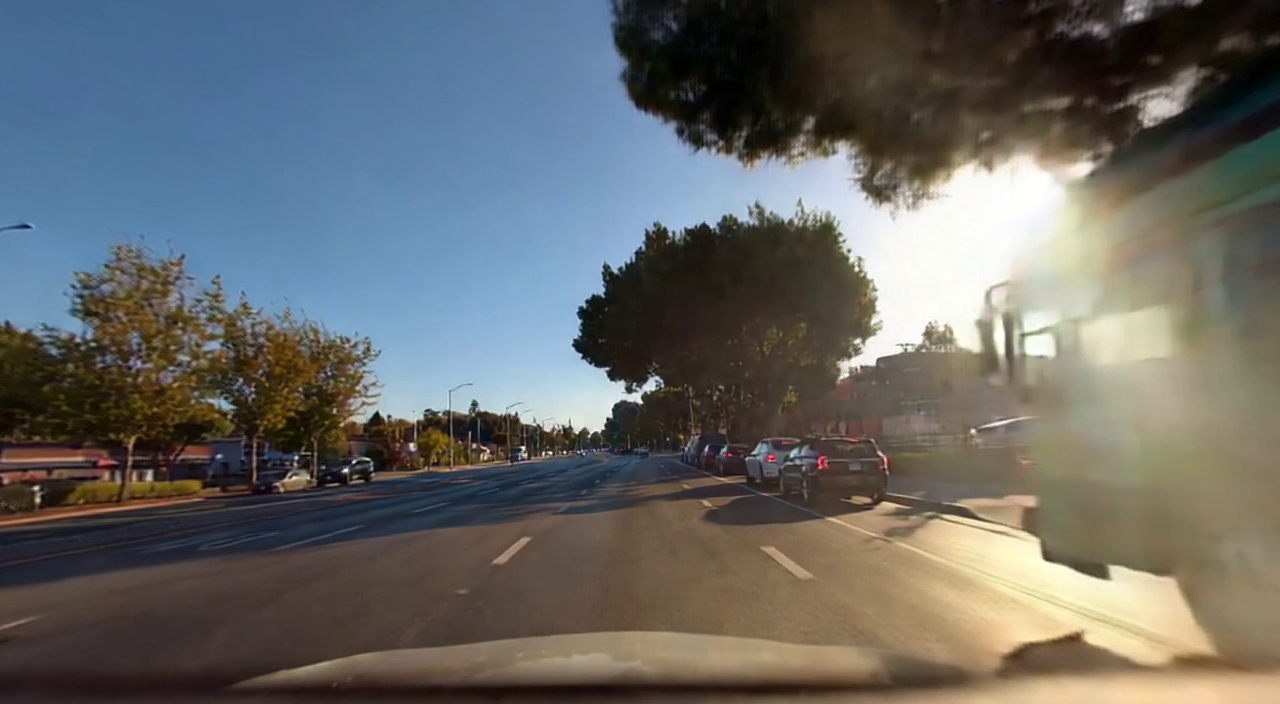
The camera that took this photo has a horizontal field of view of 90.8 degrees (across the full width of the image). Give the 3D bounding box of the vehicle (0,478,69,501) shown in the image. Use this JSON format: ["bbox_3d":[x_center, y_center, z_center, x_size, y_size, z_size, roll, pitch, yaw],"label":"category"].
[{"bbox_3d":[-42.206,9.389,43.293,4.357,1.435,1.816,0,-9,0],"label":"vehicle"}]

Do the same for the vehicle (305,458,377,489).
[{"bbox_3d":[-19.586,7.949,41.678,2.166,1.804,4.897,-1,-8,3],"label":"vehicle"}]

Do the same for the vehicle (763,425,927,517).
[{"bbox_3d":[4.430,2.646,14.618,2.094,1.731,4.763,0,-8,-1],"label":"vehicle"}]

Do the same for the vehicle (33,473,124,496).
[{"bbox_3d":[-41.462,9.770,46.732,4.609,1.553,2.129,0,-9,-2],"label":"vehicle"}]
